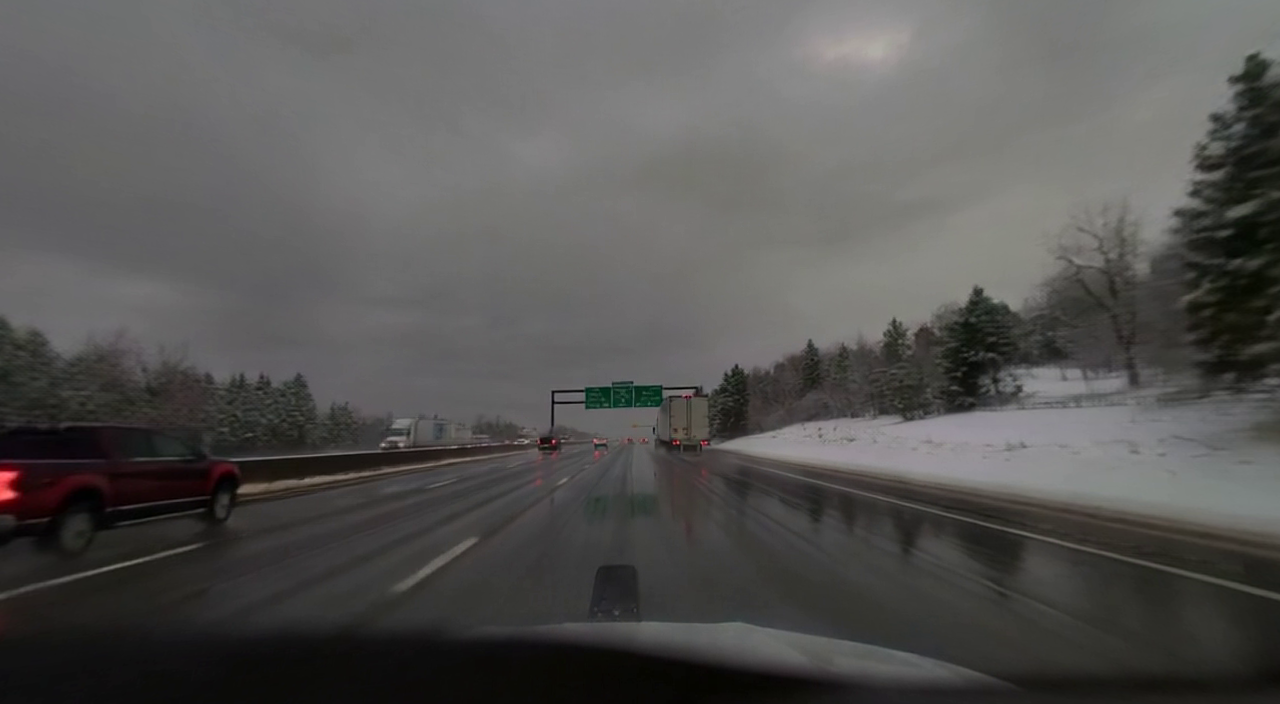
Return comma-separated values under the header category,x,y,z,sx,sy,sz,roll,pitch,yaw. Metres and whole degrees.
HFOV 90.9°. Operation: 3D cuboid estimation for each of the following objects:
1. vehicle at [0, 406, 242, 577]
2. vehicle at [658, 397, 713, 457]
category,x,y,z,sx,sy,sz,roll,pitch,yaw
vehicle,-7.211,1.525,7.393,2.076,1.636,4.597,0,-8,0
vehicle,3.006,5.446,45.267,2.760,3.710,12.230,0,-7,-1
